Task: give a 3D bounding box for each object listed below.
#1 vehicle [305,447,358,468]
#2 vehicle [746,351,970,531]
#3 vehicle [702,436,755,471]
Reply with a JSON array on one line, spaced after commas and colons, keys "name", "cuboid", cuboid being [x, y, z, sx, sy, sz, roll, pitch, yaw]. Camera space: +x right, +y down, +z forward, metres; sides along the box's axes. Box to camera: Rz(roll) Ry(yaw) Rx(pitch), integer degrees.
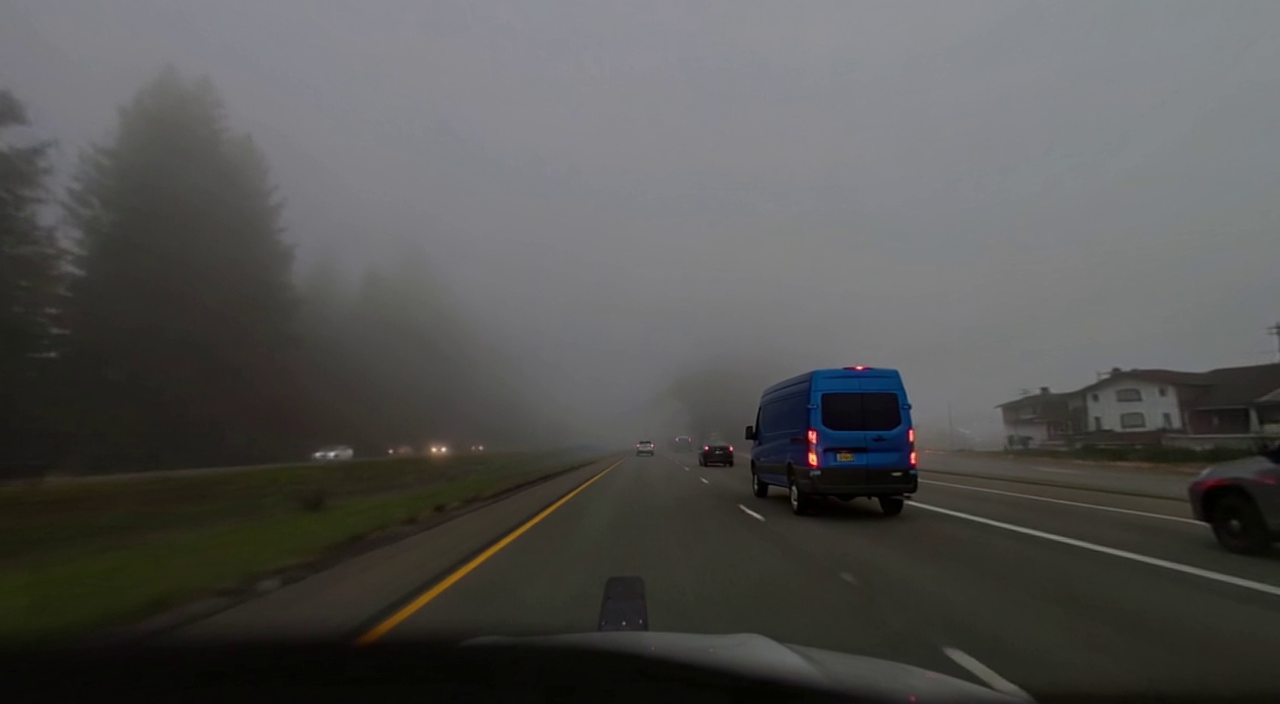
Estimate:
[{"name": "vehicle", "cuboid": [-23.673, 8.063, 48.538, 1.899, 1.508, 4.073, 0, -8, 1]}, {"name": "vehicle", "cuboid": [3.742, 1.751, 12.411, 2.302, 2.670, 5.912, 0, -8, 1]}, {"name": "vehicle", "cuboid": [4.463, 5.196, 32.357, 2.034, 1.651, 4.342, 0, -8, -1]}]
